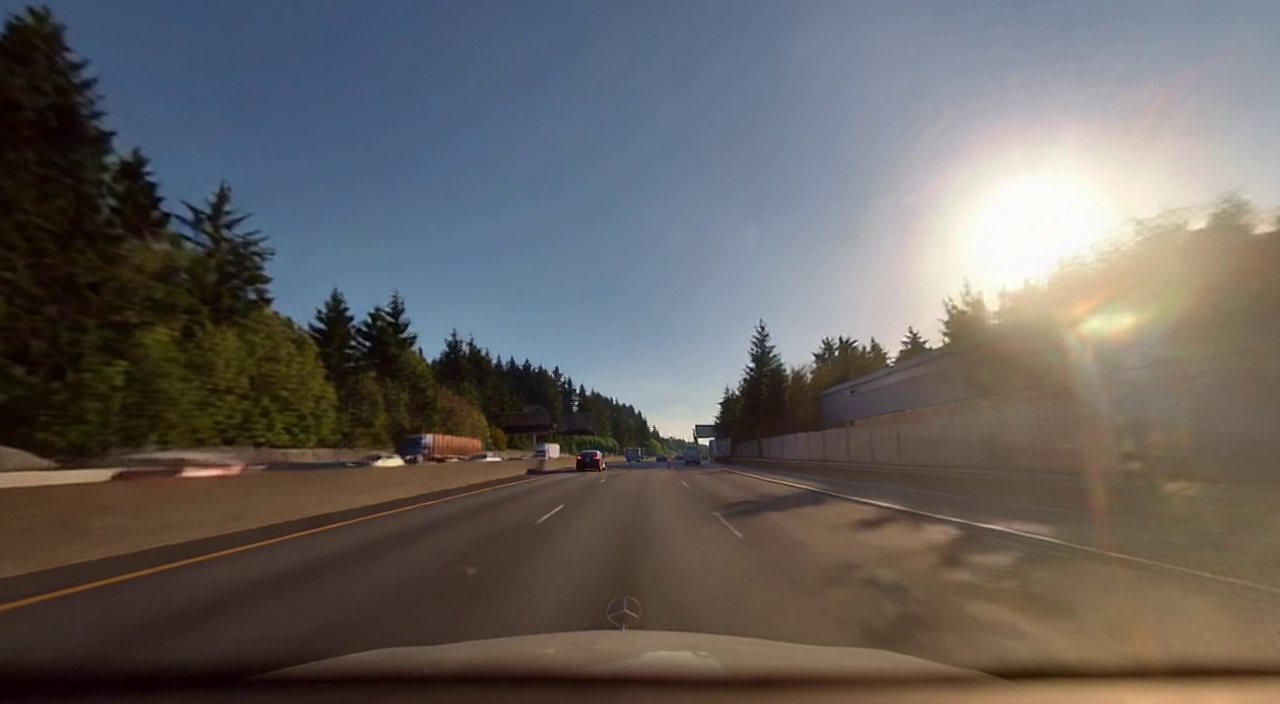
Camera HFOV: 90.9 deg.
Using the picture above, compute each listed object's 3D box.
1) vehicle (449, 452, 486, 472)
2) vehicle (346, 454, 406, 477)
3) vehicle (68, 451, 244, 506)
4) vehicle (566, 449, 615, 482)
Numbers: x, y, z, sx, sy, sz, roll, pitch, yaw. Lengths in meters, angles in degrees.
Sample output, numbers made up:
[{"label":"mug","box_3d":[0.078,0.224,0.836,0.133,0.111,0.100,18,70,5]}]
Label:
[{"label":"vehicle","box_3d":[-13.336,8.512,48.991,1.728,1.475,3.566,-1,-9,3]},{"label":"vehicle","box_3d":[-17.706,7.602,42.481,1.959,1.448,4.503,0,-9,2]},{"label":"vehicle","box_3d":[-14.402,3.756,19.144,1.795,1.449,4.364,0,-9,1]},{"label":"vehicle","box_3d":[-2.348,5.551,31.158,2.035,1.513,4.272,0,-9,1]}]
